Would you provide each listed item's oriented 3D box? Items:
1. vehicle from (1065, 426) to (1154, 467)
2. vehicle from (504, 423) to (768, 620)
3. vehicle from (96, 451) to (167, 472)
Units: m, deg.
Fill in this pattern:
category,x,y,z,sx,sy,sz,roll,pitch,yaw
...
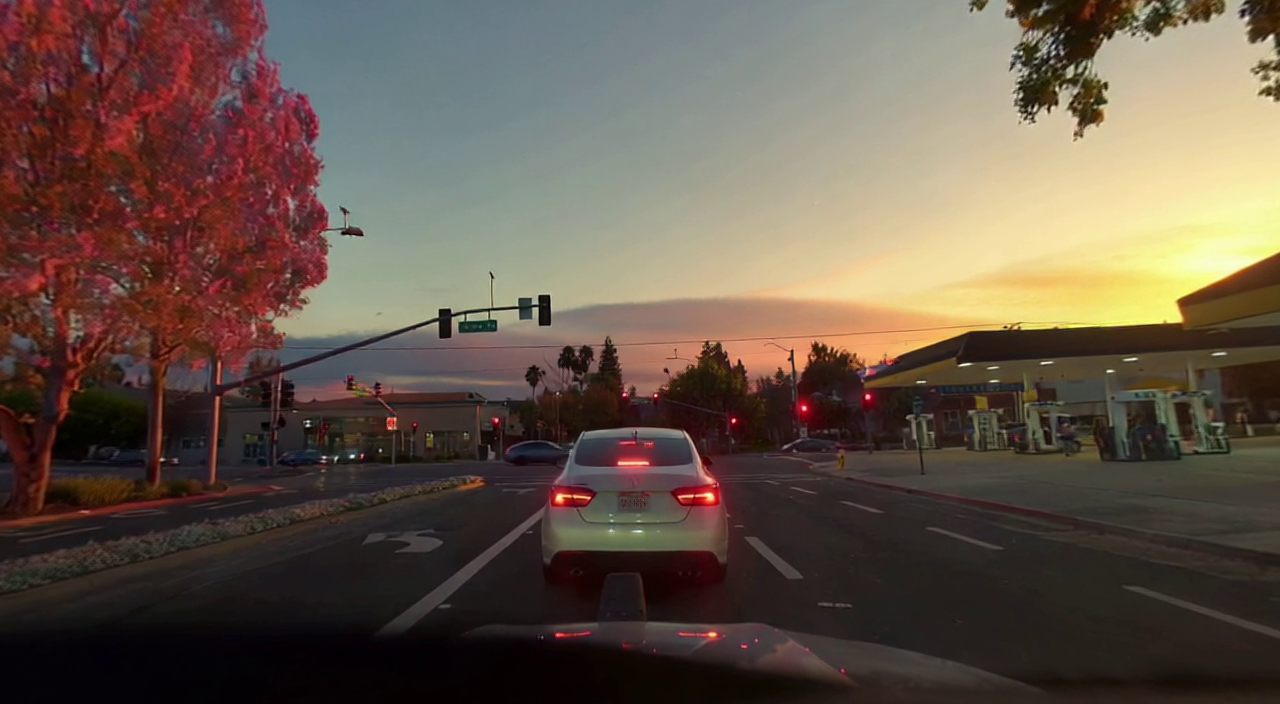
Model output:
category,x,y,z,sx,sy,sz,roll,pitch,yaw
vehicle,18.566,3.718,24.859,4.091,1.495,2.053,8,-12,-44
vehicle,-0.039,1.595,6.911,2.010,1.482,4.057,0,-8,0
vehicle,-38.615,8.299,47.915,3.975,1.563,1.755,-1,-8,5
